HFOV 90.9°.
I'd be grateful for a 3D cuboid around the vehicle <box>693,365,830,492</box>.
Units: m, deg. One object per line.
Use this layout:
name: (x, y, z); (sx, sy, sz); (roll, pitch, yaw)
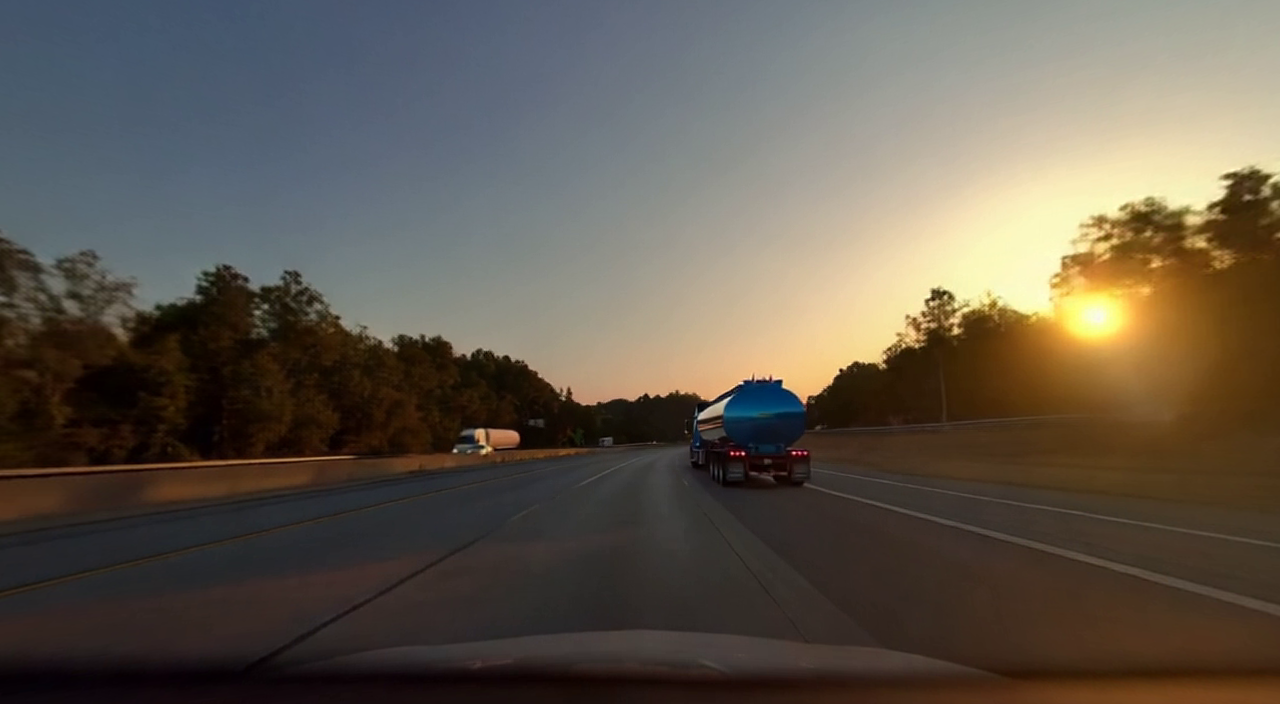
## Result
vehicle: (4.076, 3.235, 25.315); (2.880, 3.624, 14.397); (-1, -8, 1)
